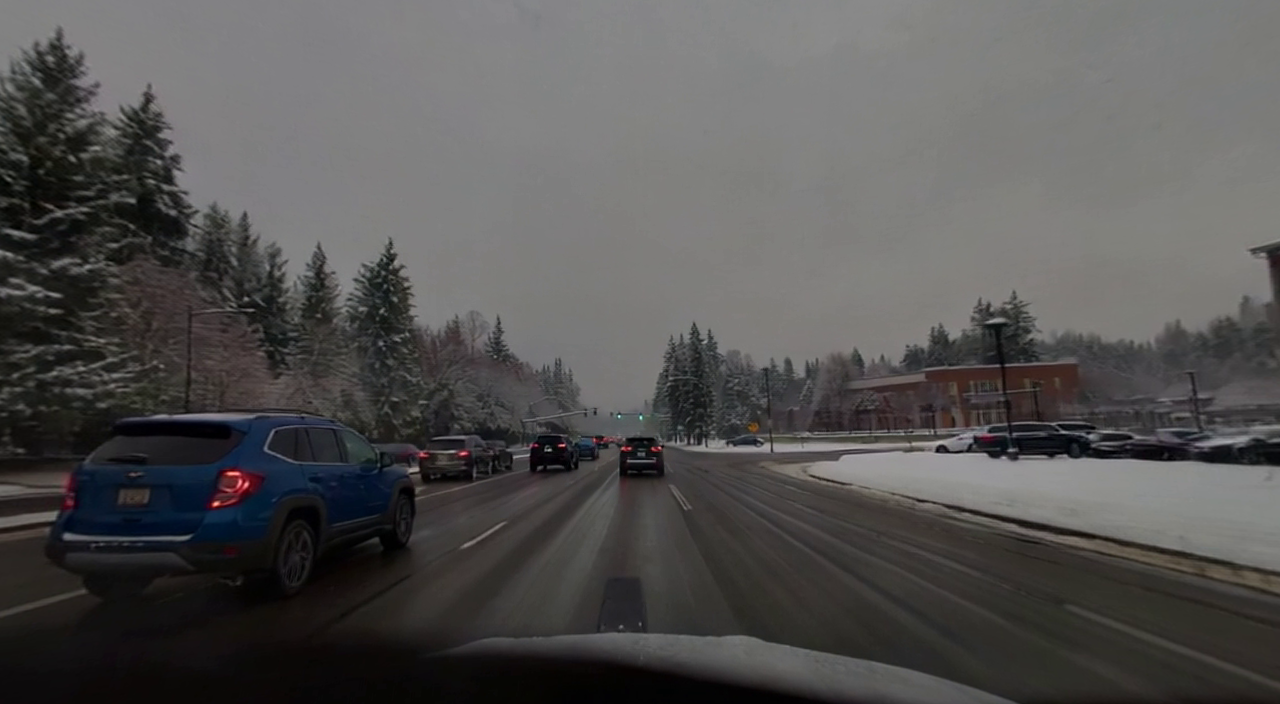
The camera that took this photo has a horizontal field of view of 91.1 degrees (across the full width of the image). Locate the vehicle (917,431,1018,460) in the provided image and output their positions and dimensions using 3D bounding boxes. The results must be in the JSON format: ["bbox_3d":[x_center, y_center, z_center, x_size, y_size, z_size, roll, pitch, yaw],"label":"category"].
[{"bbox_3d":[16.979,4.881,32.733,1.857,1.369,4.219,6,-10,-34],"label":"vehicle"}]

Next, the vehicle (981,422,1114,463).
[{"bbox_3d":[17.359,3.875,26.924,4.329,1.656,1.873,0,-9,2],"label":"vehicle"}]

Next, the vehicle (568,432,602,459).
[{"bbox_3d":[-3.918,6.772,45.421,2.047,1.810,4.414,0,-9,1],"label":"vehicle"}]

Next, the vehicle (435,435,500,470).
[{"bbox_3d":[-8.085,4.760,29.839,1.918,1.484,4.531,0,-9,-2],"label":"vehicle"}]

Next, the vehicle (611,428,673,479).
[{"bbox_3d":[0.070,3.647,22.698,2.042,1.641,4.187,0,-9,0],"label":"vehicle"}]

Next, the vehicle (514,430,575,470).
[{"bbox_3d":[-4.362,4.566,29.386,2.113,1.713,4.422,0,-9,0],"label":"vehicle"}]

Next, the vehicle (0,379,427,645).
[{"bbox_3d":[-3.830,1.298,6.041,2.070,1.641,4.152,0,-9,0],"label":"vehicle"}]
